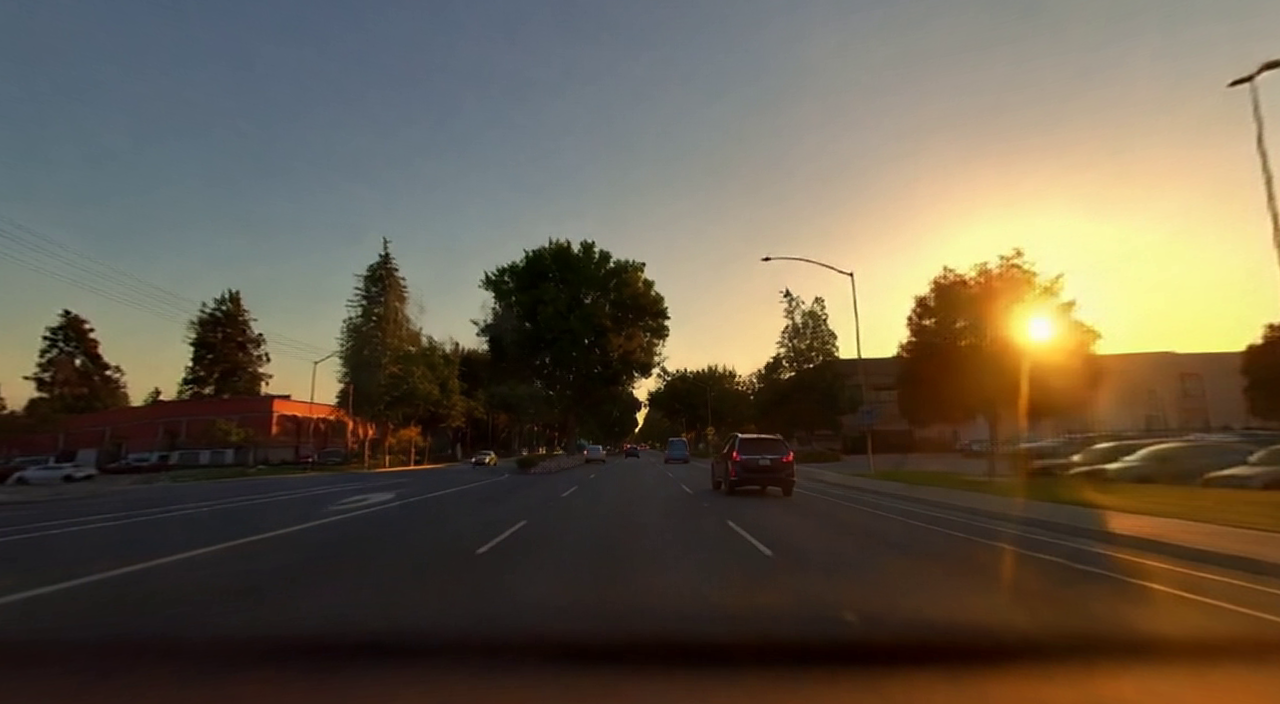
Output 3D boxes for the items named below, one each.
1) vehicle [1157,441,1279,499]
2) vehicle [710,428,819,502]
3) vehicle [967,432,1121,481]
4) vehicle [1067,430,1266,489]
[{"bbox_3d":[16.732,3.114,16.931,4.203,1.424,2.077,2,-9,-11],"label":"vehicle"},{"bbox_3d":[3.313,3.116,17.756,2.060,1.816,4.343,0,-9,-1],"label":"vehicle"},{"bbox_3d":[15.827,4.121,24.934,4.682,1.635,2.053,-2,-9,-6],"label":"vehicle"},{"bbox_3d":[16.145,3.292,19.508,4.575,1.681,2.066,1,-9,-9],"label":"vehicle"}]
